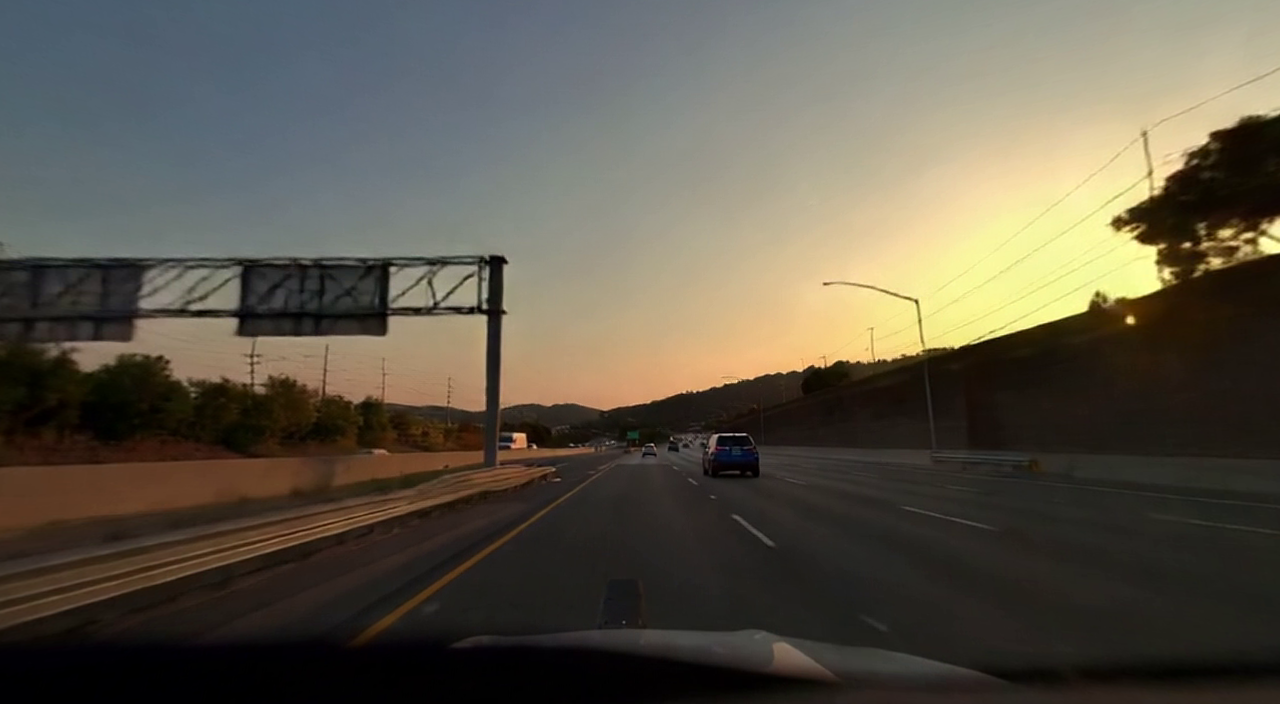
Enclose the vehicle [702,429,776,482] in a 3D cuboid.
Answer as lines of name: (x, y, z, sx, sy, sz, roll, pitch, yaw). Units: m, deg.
vehicle: (3.731, 3.985, 24.562, 2.120, 1.832, 4.287, 0, -8, -1)
